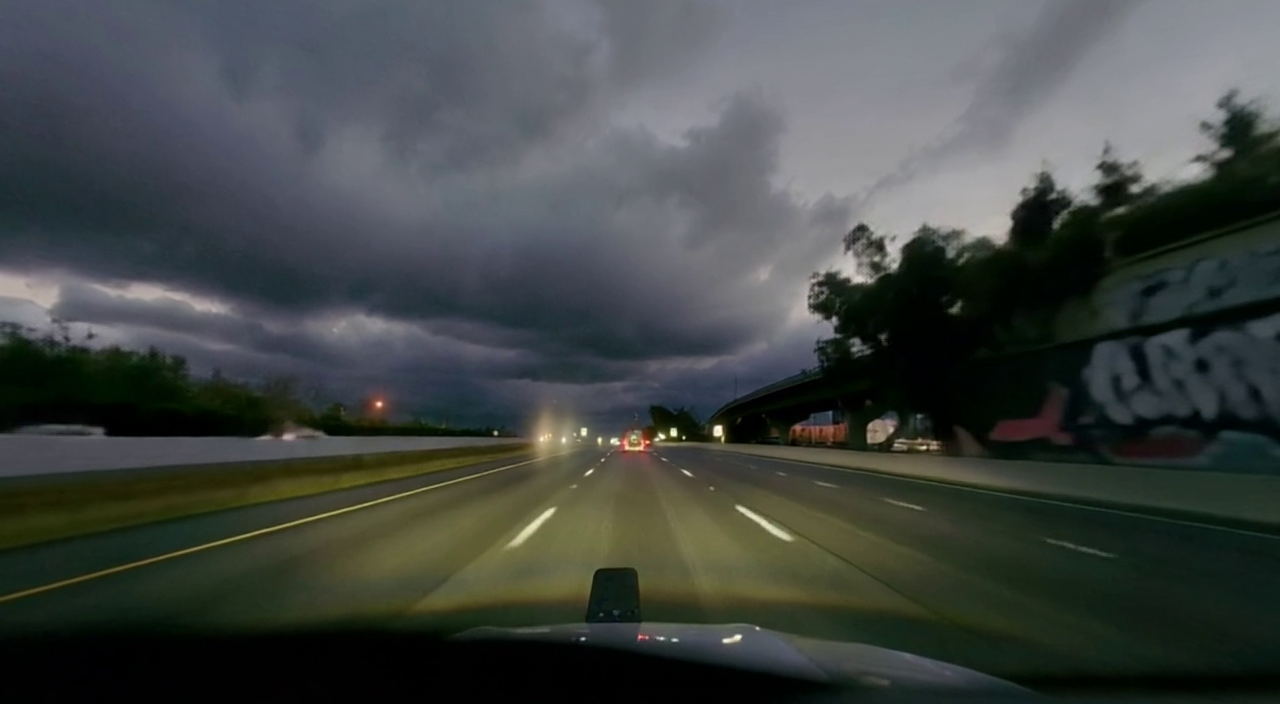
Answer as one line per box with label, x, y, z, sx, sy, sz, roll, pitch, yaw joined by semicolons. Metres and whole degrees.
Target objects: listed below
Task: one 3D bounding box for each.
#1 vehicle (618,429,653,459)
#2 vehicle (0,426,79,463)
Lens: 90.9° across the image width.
vehicle;-0.349;6.213;42.553;2.277;1.913;4.510;0;-8;-2
vehicle;-26.174;3.860;26.370;1.717;1.460;3.939;0;-8;-1
